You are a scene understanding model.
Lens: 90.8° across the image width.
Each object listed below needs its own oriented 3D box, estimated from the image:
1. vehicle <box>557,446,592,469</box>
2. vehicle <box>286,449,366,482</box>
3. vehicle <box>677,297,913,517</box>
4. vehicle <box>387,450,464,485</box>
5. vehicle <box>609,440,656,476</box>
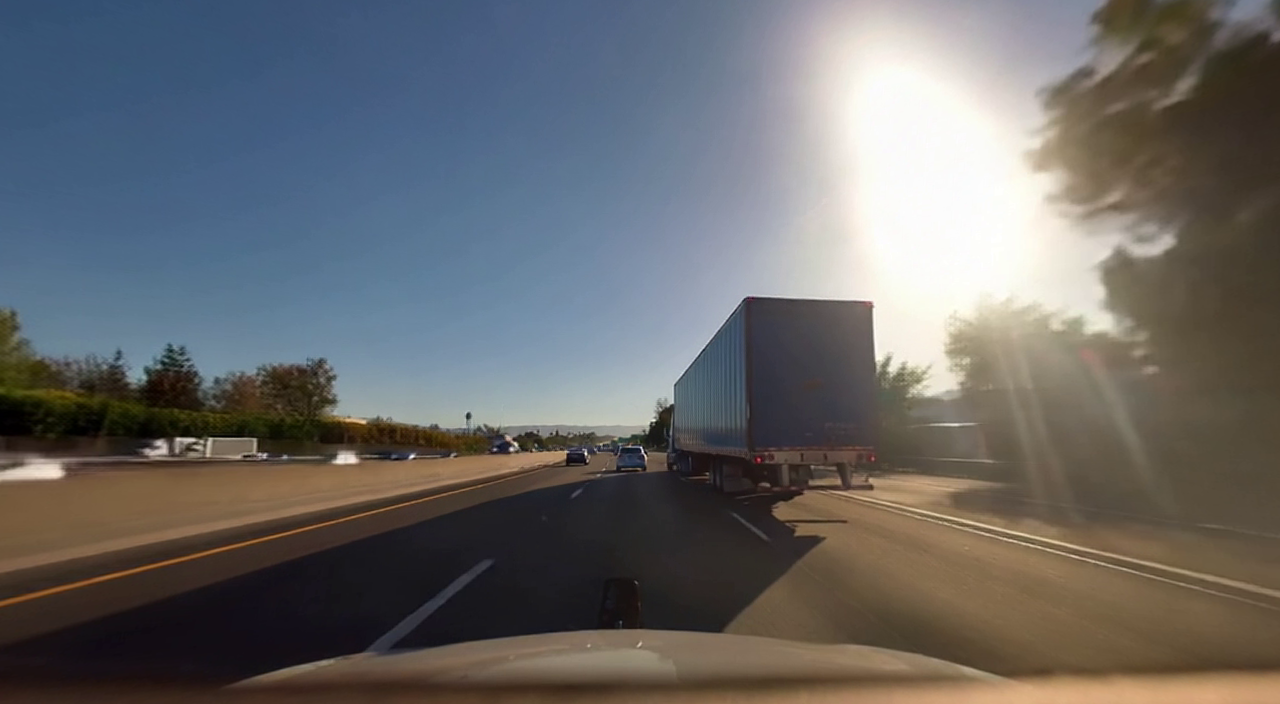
[{"bbox_3d":[-4.489,7.317,43.781,1.995,1.491,4.317,0,-9,0],"label":"vehicle"},{"bbox_3d":[-16.893,6.103,34.257,2.011,1.645,4.335,0,-9,1],"label":"vehicle"},{"bbox_3d":[3.339,2.198,19.797,2.996,4.123,15.965,0,-9,-1],"label":"vehicle"},{"bbox_3d":[-9.848,5.316,29.402,1.924,1.474,4.475,0,-9,1],"label":"vehicle"},{"bbox_3d":[-0.351,5.297,31.810,2.191,1.685,4.015,0,-9,0],"label":"vehicle"}]
